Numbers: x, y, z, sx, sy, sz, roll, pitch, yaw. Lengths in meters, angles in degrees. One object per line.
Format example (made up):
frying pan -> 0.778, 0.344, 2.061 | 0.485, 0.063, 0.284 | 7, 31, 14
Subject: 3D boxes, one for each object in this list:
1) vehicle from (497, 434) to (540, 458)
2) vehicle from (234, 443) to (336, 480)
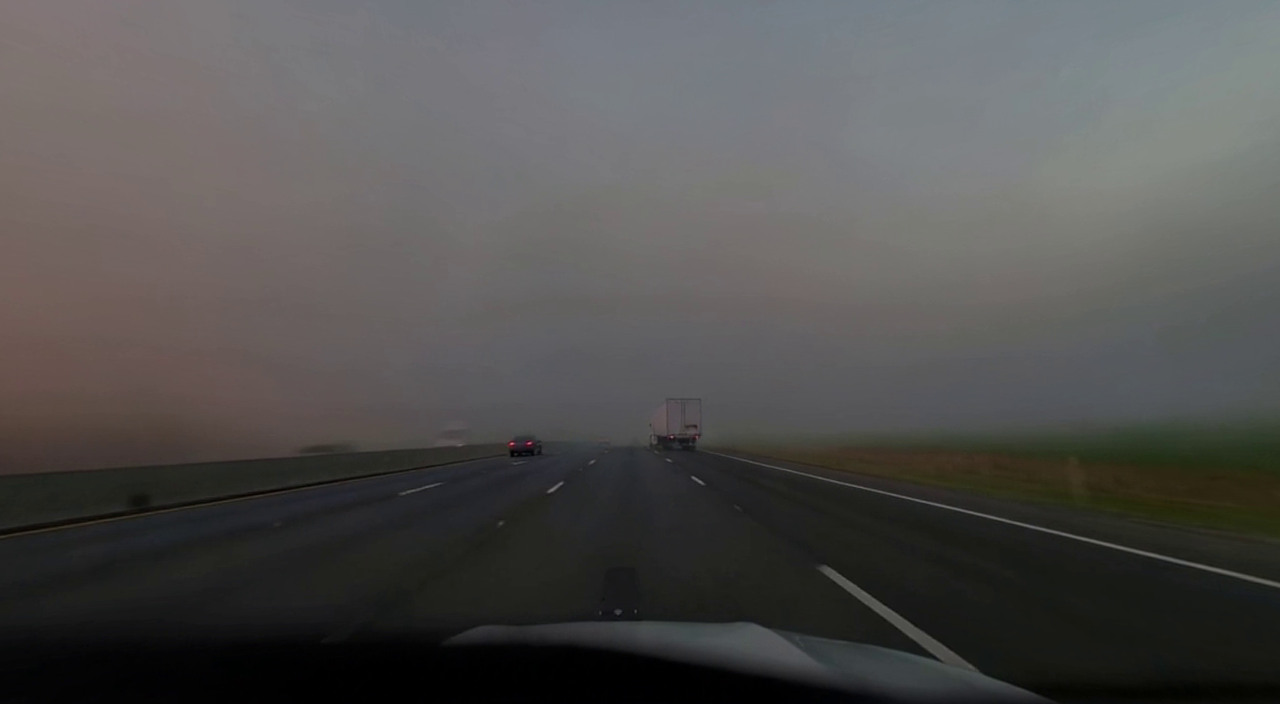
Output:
vehicle -> -7.915, 6.165, 41.491 | 2.018, 1.454, 4.290 | 0, -8, -1
vehicle -> -16.037, 4.945, 28.760 | 2.083, 1.500, 4.374 | 0, -8, 0
